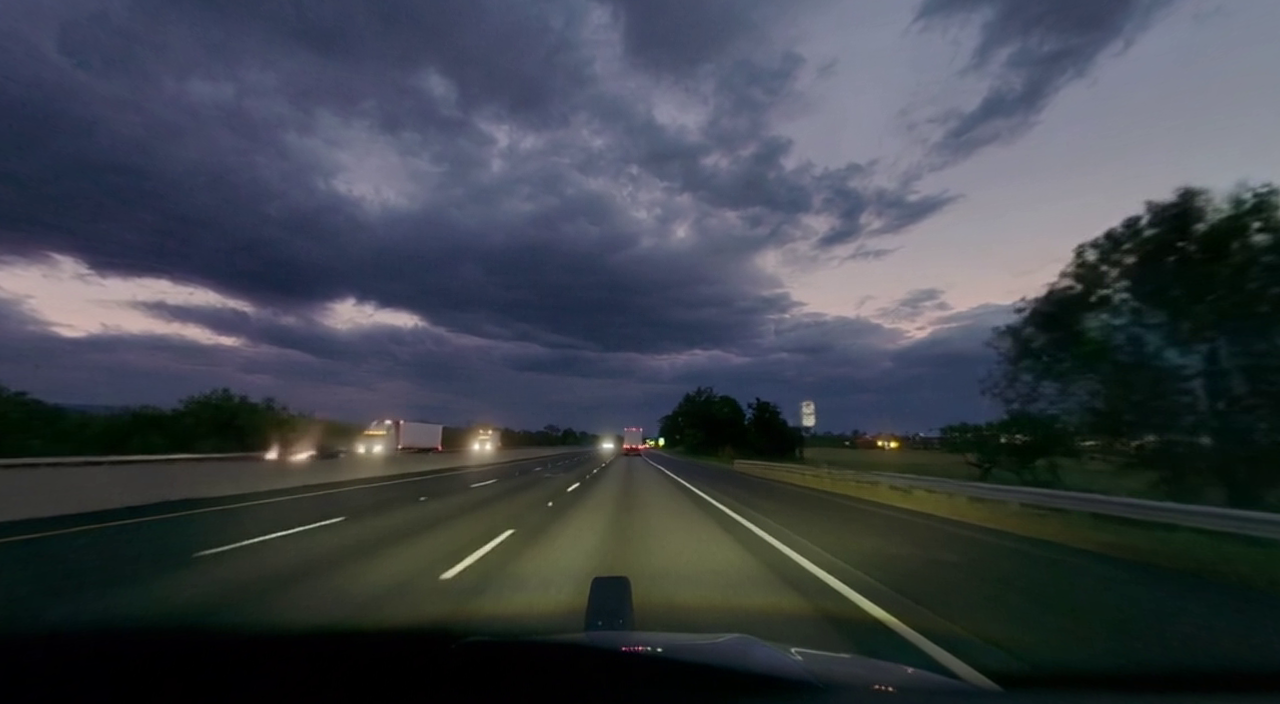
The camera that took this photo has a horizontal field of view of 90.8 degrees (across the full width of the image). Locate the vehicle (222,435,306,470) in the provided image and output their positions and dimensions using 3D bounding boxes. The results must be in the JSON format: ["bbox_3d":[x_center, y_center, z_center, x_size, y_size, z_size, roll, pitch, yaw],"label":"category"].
[{"bbox_3d":[-16.955,4.545,28.632,1.715,1.454,3.326,0,-9,0],"label":"vehicle"}]
